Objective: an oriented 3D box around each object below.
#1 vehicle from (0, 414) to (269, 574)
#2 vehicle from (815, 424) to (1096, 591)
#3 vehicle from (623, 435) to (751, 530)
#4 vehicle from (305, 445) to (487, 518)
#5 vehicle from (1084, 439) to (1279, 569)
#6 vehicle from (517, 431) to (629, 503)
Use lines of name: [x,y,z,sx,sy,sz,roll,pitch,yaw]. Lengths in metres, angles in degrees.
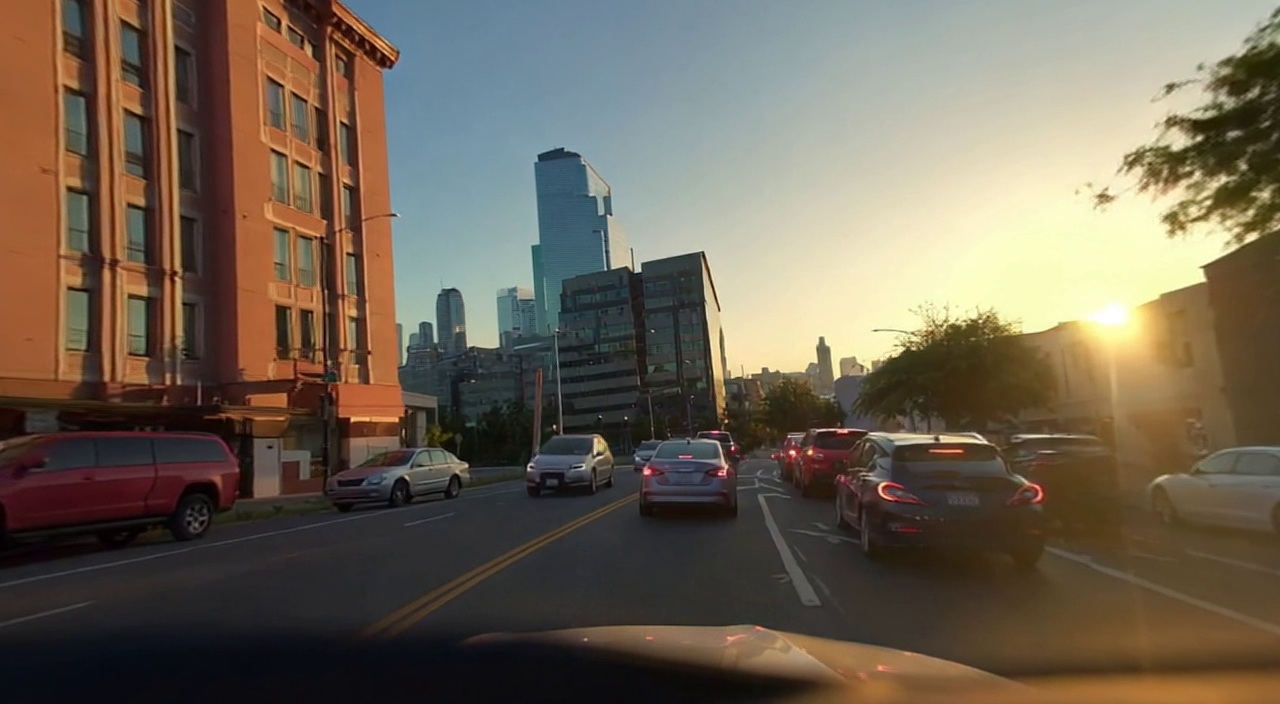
vehicle: [-7.791,1.942,8.824,1.934,1.770,4.546,-9,-9,9]
vehicle: [3.503,1.748,8.023,1.982,1.510,4.144,-1,-9,9]
vehicle: [1.015,2.341,11.920,2.031,1.461,3.763,-1,-8,9]
vehicle: [-5.740,3.059,15.532,1.928,1.503,4.322,-2,-9,15]
vehicle: [8.700,2.014,8.980,1.901,1.500,4.729,-1,-8,9]
vehicle: [-1.701,3.140,17.754,2.030,1.730,4.453,-1,-8,9]
